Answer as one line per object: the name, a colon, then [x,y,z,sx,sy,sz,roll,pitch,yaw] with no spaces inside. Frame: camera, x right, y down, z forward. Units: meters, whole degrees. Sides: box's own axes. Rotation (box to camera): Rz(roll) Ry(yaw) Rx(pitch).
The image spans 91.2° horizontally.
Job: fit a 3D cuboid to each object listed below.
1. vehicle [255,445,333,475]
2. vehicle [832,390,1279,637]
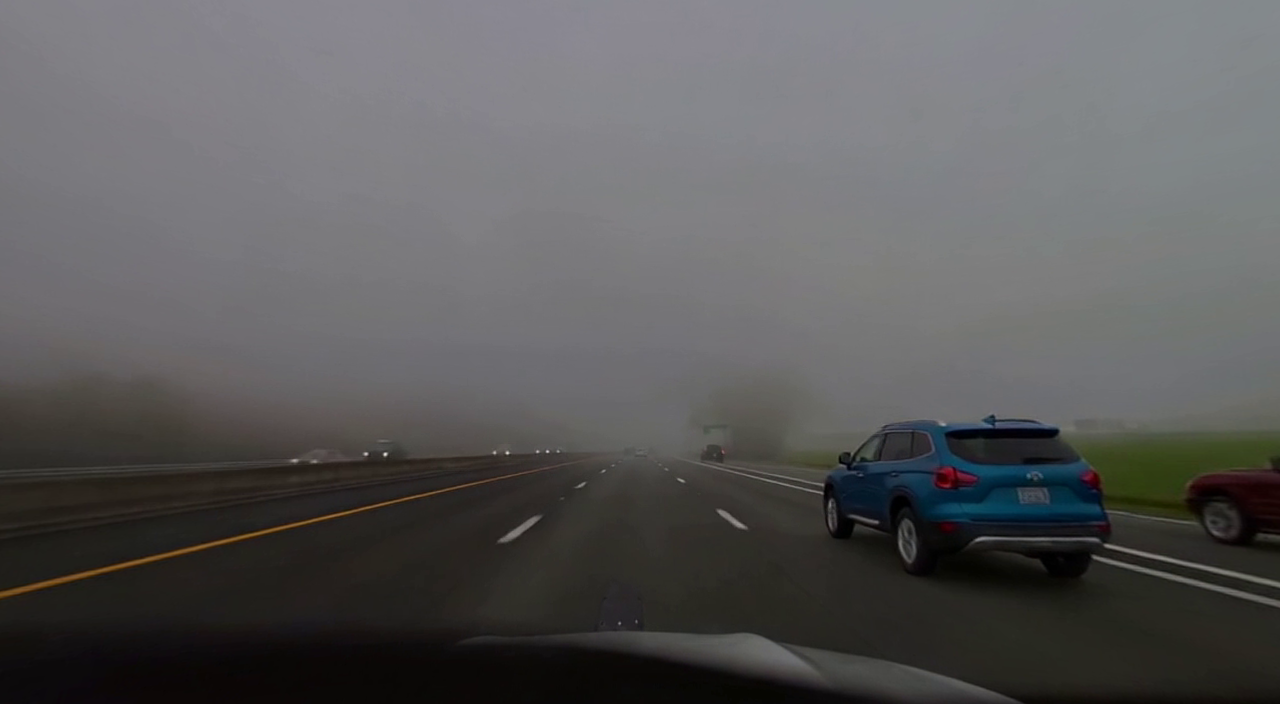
vehicle: [-18.357,5.739,33.475,1.833,1.503,4.093,0,-9,0]
vehicle: [3.607,1.462,6.593,1.784,1.733,4.141,0,-9,-1]
